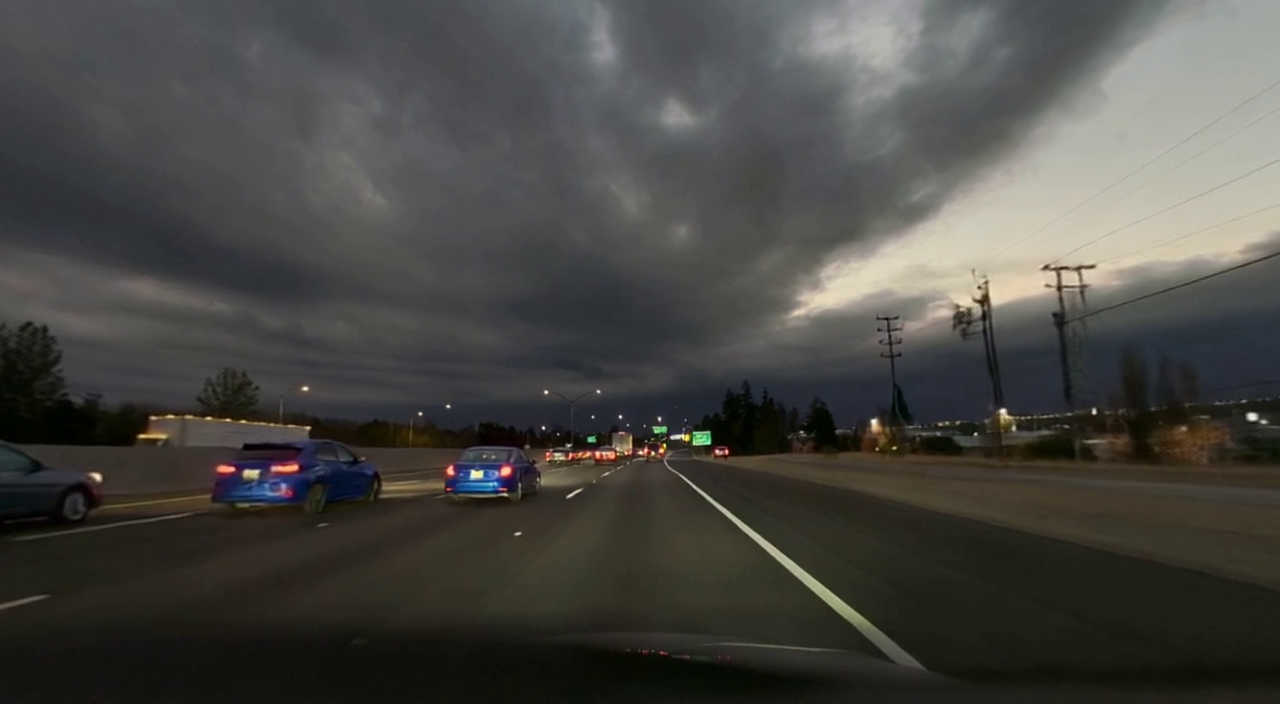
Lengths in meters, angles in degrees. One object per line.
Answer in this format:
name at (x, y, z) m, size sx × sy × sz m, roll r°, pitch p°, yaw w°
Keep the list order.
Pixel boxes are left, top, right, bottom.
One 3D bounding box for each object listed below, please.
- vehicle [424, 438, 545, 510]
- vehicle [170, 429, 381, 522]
vehicle at (-3.633, 2.904, 15.476) m, size 1.953 × 1.511 × 3.704 m, roll -1°, pitch -8°, yaw 1°
vehicle at (-7.609, 2.580, 13.809) m, size 1.970 × 1.682 × 4.297 m, roll -1°, pitch -8°, yaw 1°
